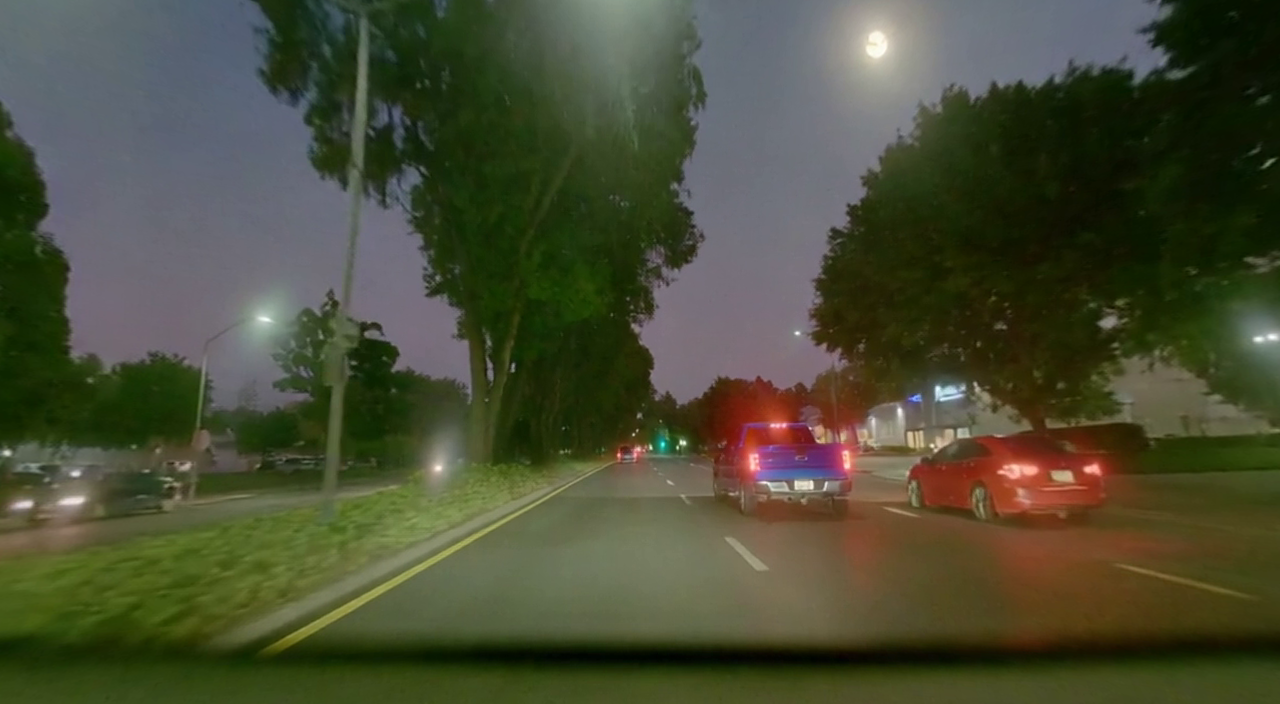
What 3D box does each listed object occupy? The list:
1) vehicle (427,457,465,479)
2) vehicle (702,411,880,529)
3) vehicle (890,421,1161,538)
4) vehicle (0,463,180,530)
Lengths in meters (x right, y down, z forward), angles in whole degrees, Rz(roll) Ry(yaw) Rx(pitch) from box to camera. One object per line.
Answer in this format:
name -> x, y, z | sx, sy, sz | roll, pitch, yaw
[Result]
vehicle -> -14.682, 8.777, 48.106 | 1.835, 1.487, 4.201 | 0, -9, -4
vehicle -> 2.640, 2.259, 12.641 | 2.138, 1.836, 5.245 | 0, -9, -1
vehicle -> 6.268, 2.115, 11.047 | 1.993, 1.604, 4.260 | 0, -9, -1
vehicle -> -17.292, 4.427, 19.910 | 2.133, 1.724, 4.642 | 0, -9, -1
